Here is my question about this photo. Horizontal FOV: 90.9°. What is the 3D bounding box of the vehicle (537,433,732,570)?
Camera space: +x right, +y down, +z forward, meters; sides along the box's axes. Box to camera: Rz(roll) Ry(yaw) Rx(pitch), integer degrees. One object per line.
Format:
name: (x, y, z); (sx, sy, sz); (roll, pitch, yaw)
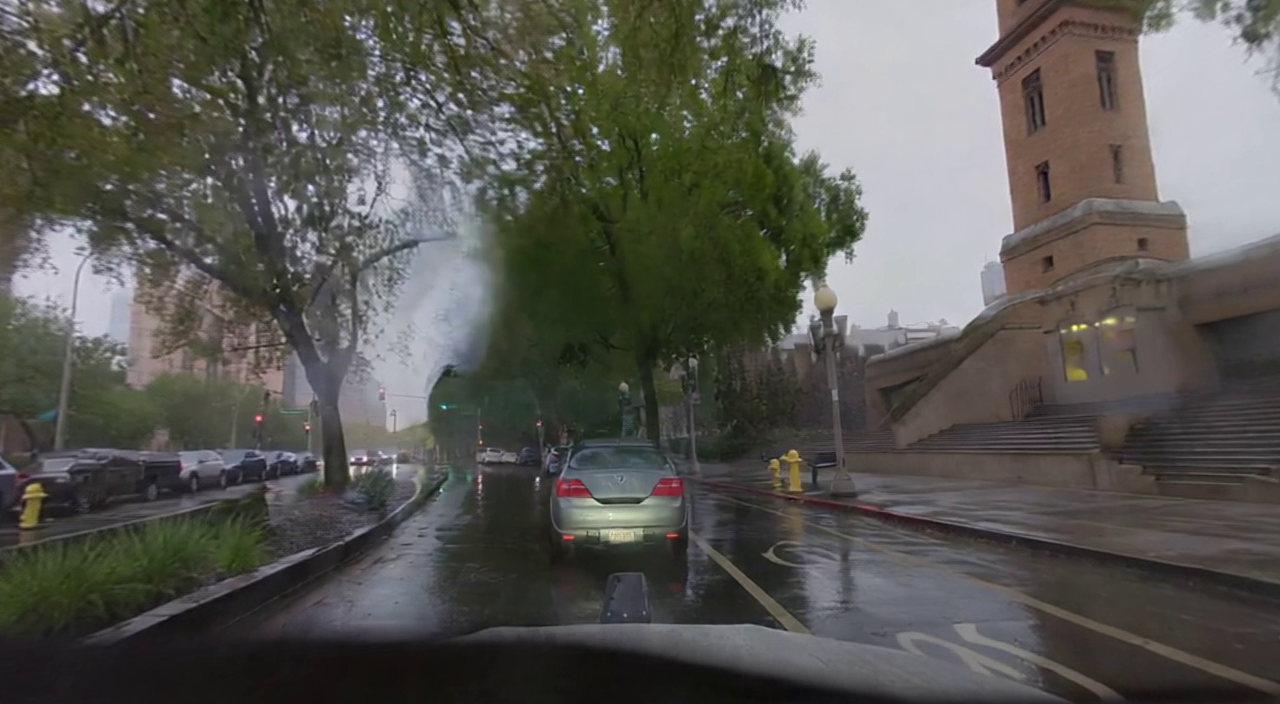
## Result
vehicle: (-0.251, 1.940, 9.012); (2.142, 1.475, 4.051); (1, -8, -6)

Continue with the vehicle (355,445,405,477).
vehicle: (-14.703, 6.141, 35.857); (2.179, 1.698, 4.549); (2, -9, -17)
